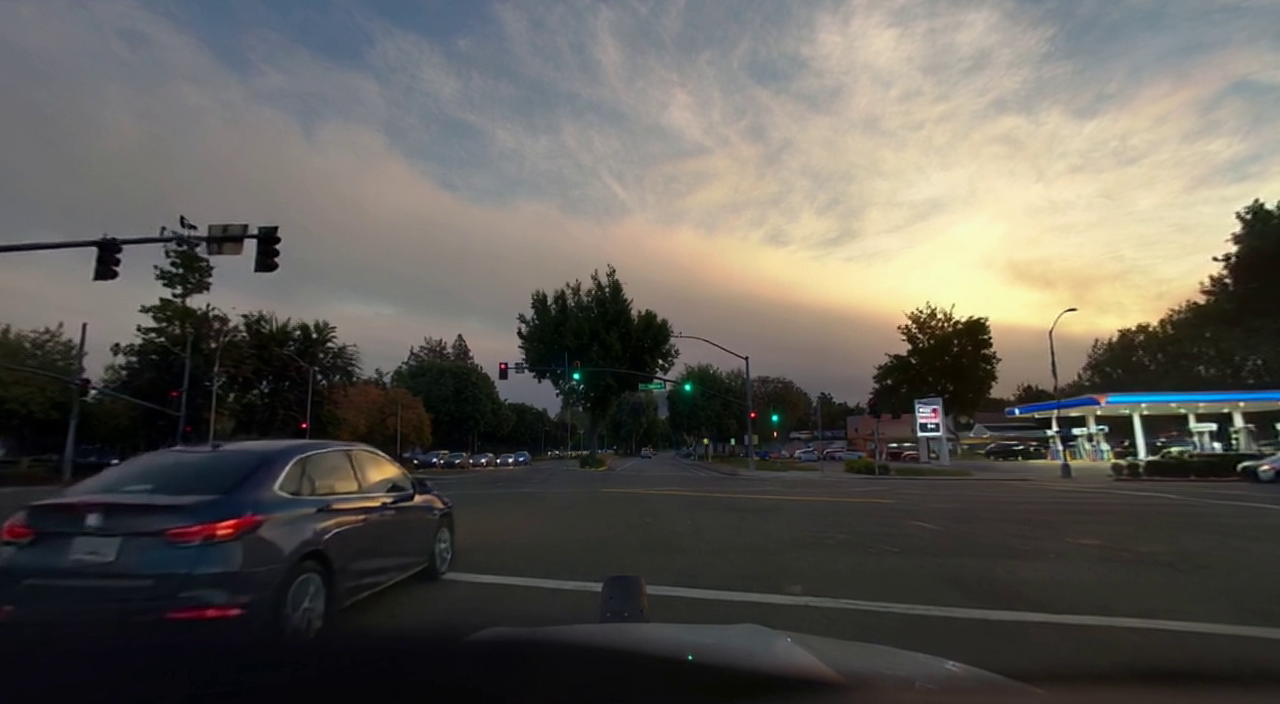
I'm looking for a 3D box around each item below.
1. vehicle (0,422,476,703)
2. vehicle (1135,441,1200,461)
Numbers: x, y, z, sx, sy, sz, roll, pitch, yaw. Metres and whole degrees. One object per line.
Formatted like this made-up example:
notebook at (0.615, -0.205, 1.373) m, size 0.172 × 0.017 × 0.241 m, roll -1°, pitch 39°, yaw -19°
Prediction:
vehicle at (-3.015, 1.410, 5.140) m, size 2.041 × 1.483 × 4.533 m, roll 0°, pitch -9°, yaw 1°
vehicle at (40.503, 7.618, 48.410) m, size 3.518 × 1.433 × 1.763 m, roll 1°, pitch -9°, yaw -5°
